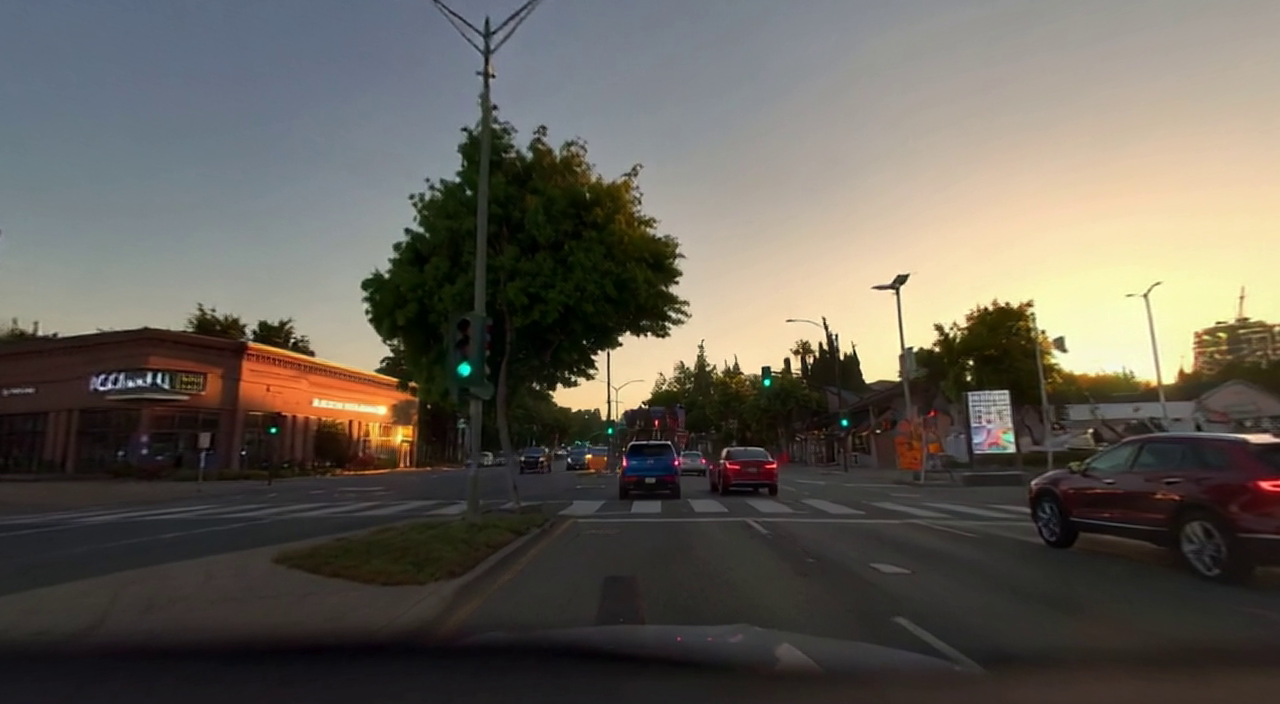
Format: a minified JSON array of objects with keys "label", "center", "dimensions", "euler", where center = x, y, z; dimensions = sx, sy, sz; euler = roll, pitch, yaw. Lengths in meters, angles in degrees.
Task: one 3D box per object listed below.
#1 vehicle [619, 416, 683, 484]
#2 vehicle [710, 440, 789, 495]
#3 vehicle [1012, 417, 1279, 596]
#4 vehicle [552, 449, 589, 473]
[{"label":"vehicle","center":[0.439,3.958,25.585],"dimensions":[2.370,2.518,3.858],"euler":[0,-9,1]},{"label":"vehicle","center":[3.739,4.039,22.343],"dimensions":[2.025,1.754,4.311],"euler":[0,-9,0]},{"label":"vehicle","center":[7.126,1.793,8.050],"dimensions":[1.982,1.698,4.408],"euler":[0,-9,0]},{"label":"vehicle","center":[-4.518,7.118,41.350],"dimensions":[2.001,1.518,4.316],"euler":[0,-9,-1]}]
